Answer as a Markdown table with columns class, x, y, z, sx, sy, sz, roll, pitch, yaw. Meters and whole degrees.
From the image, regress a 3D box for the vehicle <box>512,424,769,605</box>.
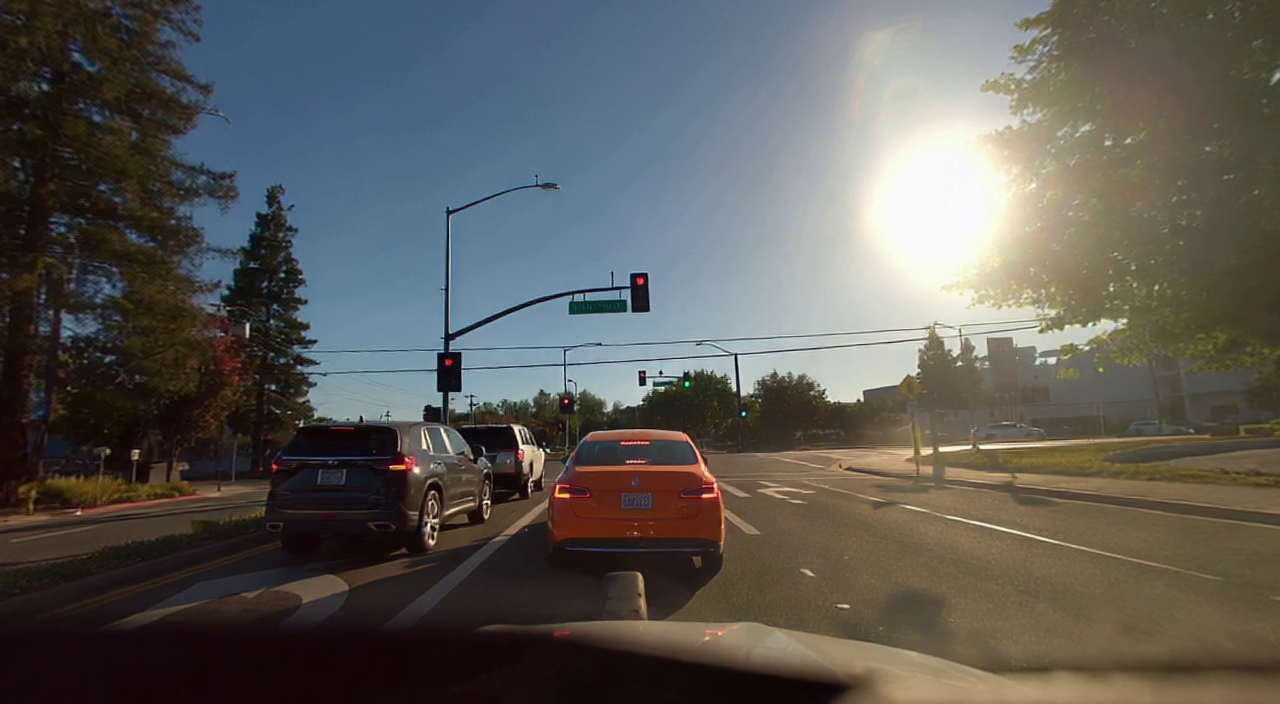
| class | x | y | z | sx | sy | sz | roll | pitch | yaw |
| --- | --- | --- | --- | --- | --- | --- | --- | --- | --- |
| vehicle | -0.052 | 1.646 | 7.308 | 2.126 | 1.475 | 3.967 | 0 | -8 | -2 |

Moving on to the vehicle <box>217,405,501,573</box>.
| class | x | y | z | sx | sy | sz | roll | pitch | yaw |
| --- | --- | --- | --- | --- | --- | --- | --- | --- | --- |
| vehicle | -3.429 | 1.755 | 8.823 | 2.046 | 1.751 | 4.208 | 0 | -8 | -1 |
